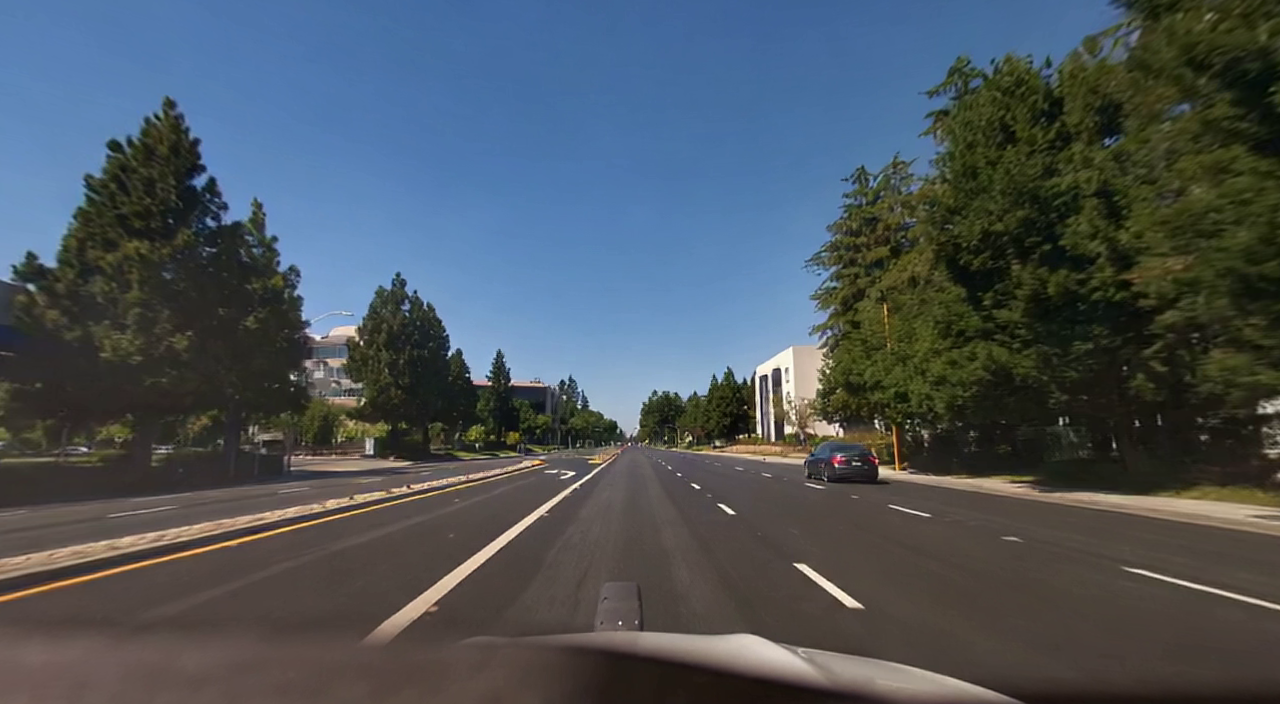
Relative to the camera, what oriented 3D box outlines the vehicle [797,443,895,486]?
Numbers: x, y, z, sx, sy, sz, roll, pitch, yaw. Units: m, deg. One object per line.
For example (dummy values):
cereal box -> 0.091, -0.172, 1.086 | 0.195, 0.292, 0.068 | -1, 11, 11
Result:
vehicle -> 7.440, 4.107, 23.312 | 2.054, 1.421, 4.487 | 0, -8, -1
